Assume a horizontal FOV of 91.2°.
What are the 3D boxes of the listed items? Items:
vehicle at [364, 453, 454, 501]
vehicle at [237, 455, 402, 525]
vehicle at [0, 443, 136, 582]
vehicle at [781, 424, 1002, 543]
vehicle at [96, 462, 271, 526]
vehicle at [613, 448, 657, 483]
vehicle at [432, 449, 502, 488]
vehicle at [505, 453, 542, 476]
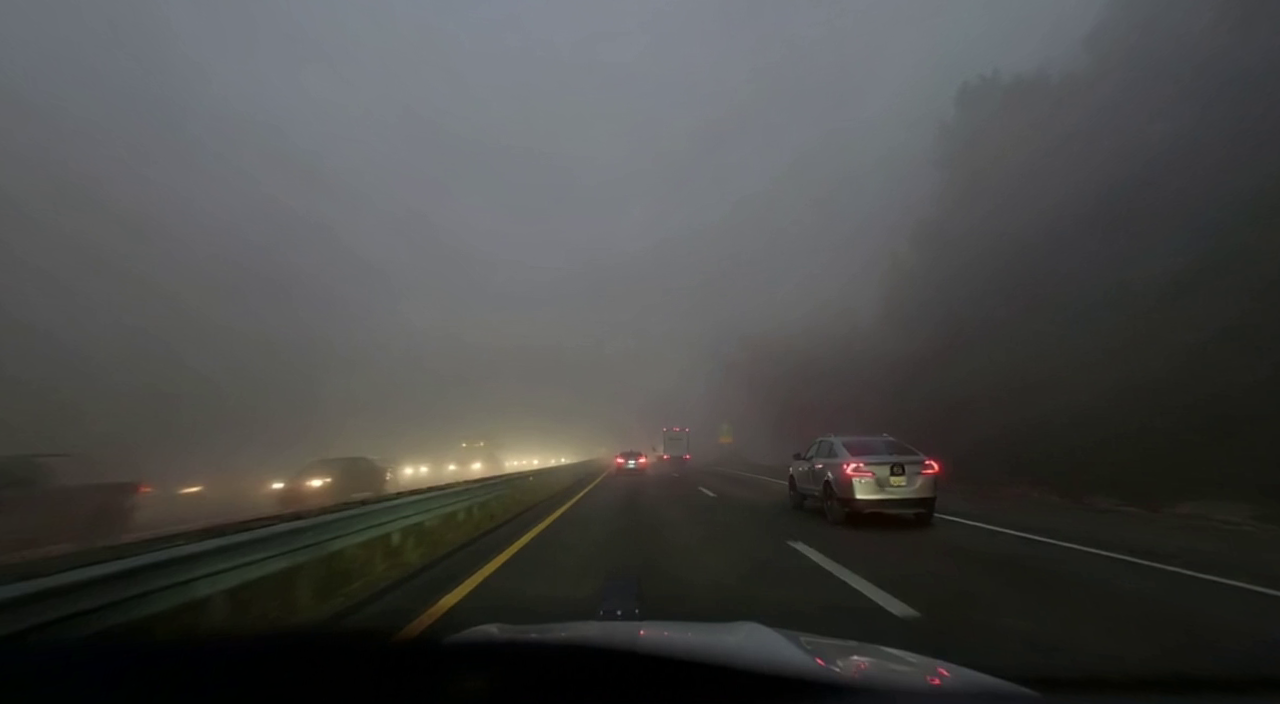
[{"bbox_3d":[-8.106,4.378,22.355,1.795,1.493,3.786,0,-9,0],"label":"vehicle"},{"bbox_3d":[-7.930,3.412,16.084,1.877,1.481,4.430,0,-9,0],"label":"vehicle"},{"bbox_3d":[-8.507,1.847,7.072,1.988,1.621,4.397,0,-9,-1],"label":"vehicle"},{"bbox_3d":[4.098,2.218,11.166,2.077,1.673,4.267,0,-9,-1],"label":"vehicle"},{"bbox_3d":[-13.079,4.054,18.389,1.843,1.525,4.390,0,-9,-1],"label":"vehicle"},{"bbox_3d":[-0.255,5.375,29.993,1.971,1.518,4.108,0,-9,-1],"label":"vehicle"},{"bbox_3d":[-7.932,5.353,29.209,1.987,1.663,4.580,0,-9,0],"label":"vehicle"},{"bbox_3d":[-8.308,8.054,45.023,1.850,1.476,4.085,0,-9,0],"label":"vehicle"}]
